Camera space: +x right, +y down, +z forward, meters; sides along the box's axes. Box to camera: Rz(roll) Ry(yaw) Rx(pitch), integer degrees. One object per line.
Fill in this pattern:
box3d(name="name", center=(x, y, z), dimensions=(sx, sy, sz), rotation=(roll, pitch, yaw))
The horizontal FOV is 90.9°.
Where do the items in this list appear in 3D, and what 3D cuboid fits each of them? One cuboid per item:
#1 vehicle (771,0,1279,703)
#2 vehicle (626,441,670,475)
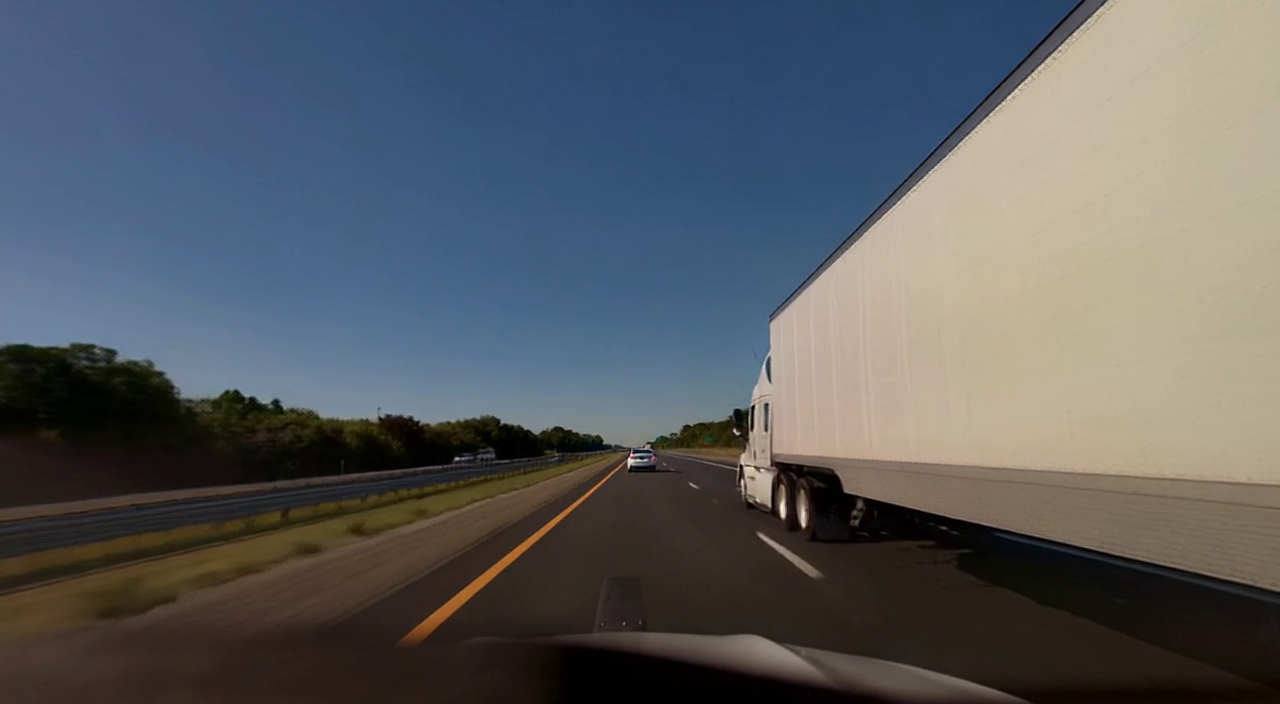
box3d(name="vehicle", center=(3.779, -0.179, 3.207), dimensions=(2.929, 4.158, 15.921), rotation=(0, -8, 0))
box3d(name="vehicle", center=(0.369, 5.100, 30.566), dimensions=(1.968, 1.515, 4.025), rotation=(0, -8, 1))
